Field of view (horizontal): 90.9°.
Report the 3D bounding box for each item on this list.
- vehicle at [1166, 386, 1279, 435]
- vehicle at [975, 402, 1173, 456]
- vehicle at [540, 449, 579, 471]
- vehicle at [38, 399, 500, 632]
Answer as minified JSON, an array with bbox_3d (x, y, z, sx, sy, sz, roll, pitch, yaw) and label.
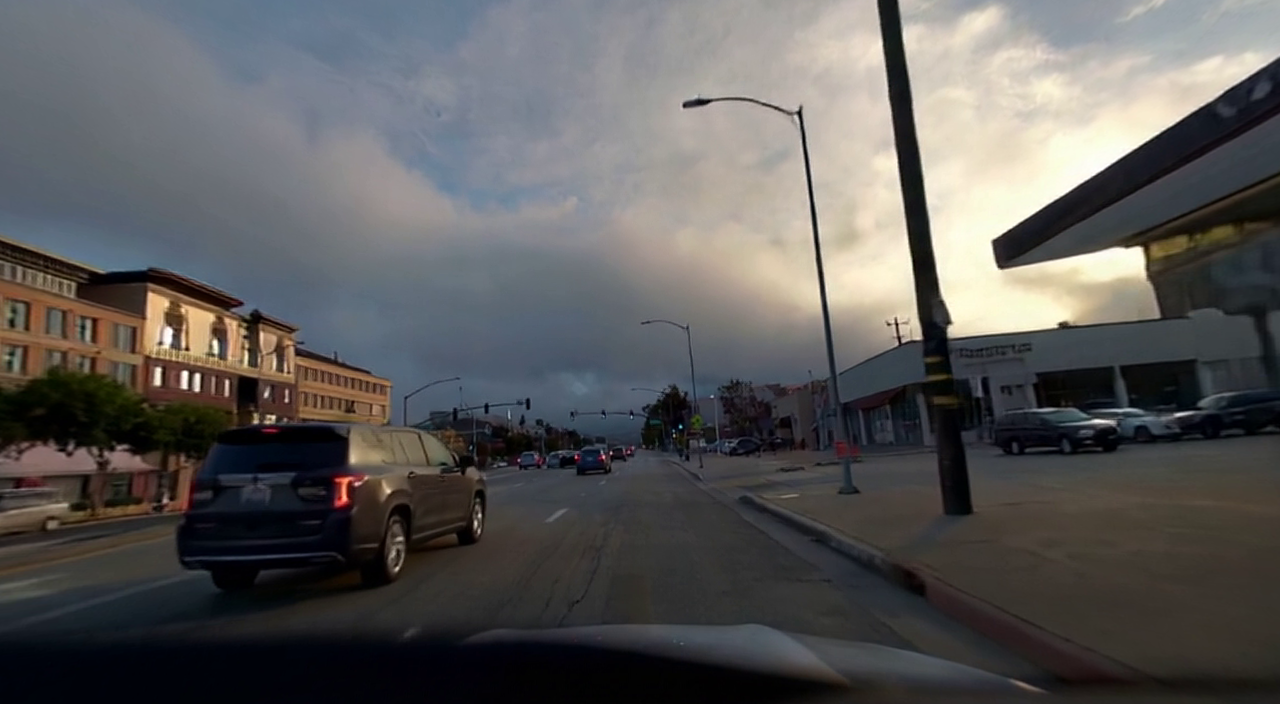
[{"bbox_3d":[24.800,2.506,26.046,1.903,1.700,4.934,0,-9,1],"label":"vehicle"},{"bbox_3d":[13.229,2.403,19.446,4.573,1.532,1.983,0,-9,1],"label":"vehicle"},{"bbox_3d":[-5.725,7.717,45.322,2.030,1.488,4.650,-1,-9,2],"label":"vehicle"},{"bbox_3d":[-3.372,1.611,7.301,2.277,1.743,4.893,0,-9,1],"label":"vehicle"}]
